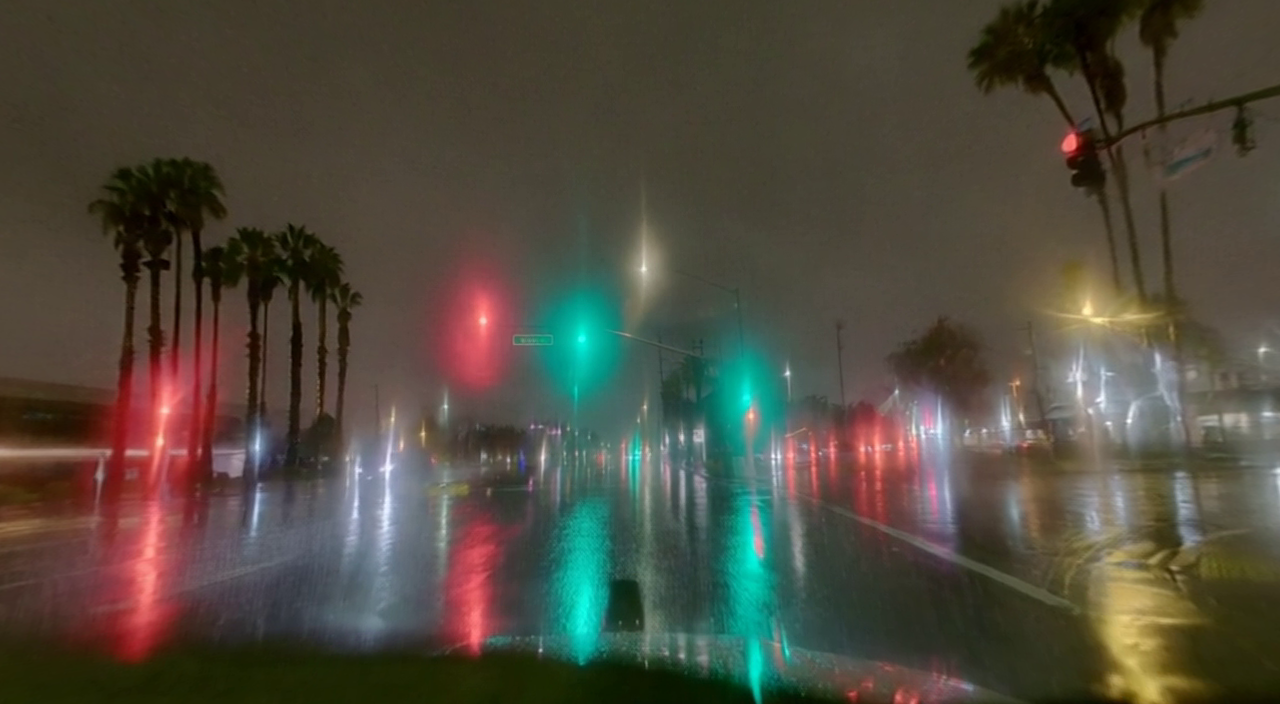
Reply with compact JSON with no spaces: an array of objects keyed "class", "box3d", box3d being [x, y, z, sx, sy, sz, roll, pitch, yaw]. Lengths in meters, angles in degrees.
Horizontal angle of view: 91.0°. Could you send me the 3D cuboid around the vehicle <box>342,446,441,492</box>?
[{"class":"vehicle","box3d":[-10.731,5.061,27.661,2.270,1.833,4.860,0,-9,1]}]
